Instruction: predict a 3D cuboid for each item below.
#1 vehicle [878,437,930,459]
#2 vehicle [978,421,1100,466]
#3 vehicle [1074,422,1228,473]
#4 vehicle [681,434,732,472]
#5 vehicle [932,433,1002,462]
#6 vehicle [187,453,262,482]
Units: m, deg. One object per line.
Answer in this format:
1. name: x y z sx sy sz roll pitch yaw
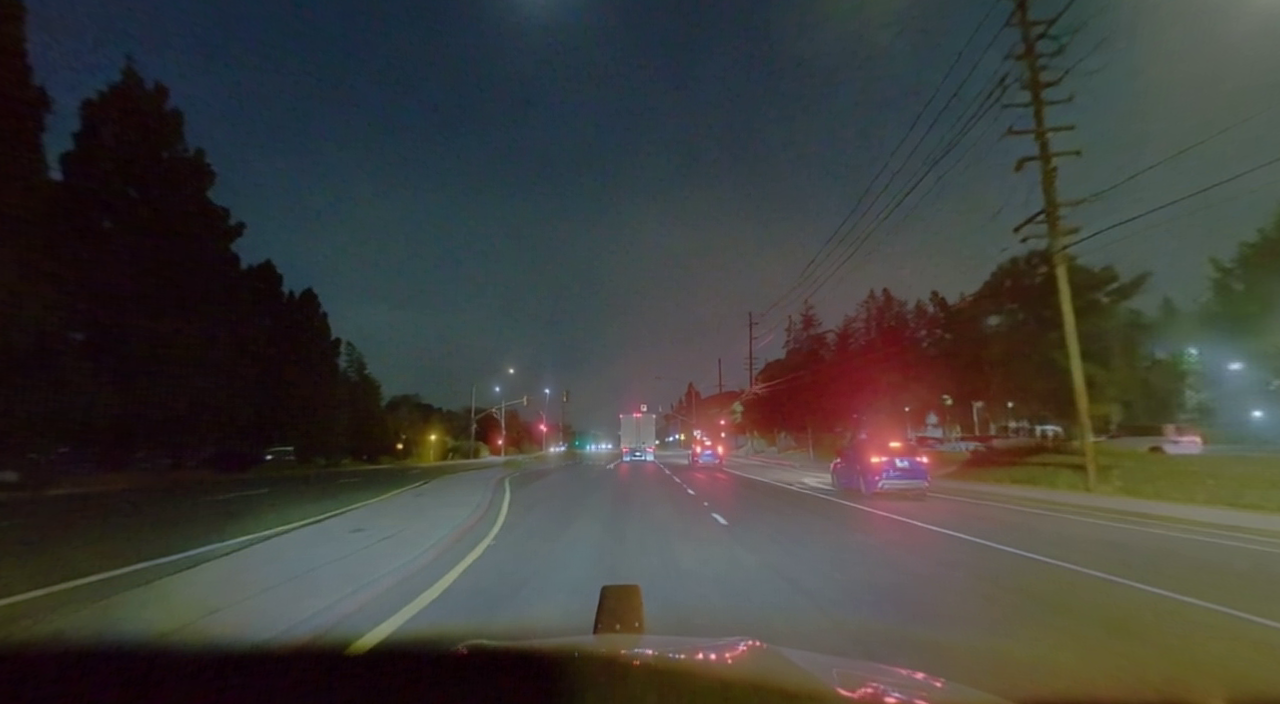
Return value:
1. vehicle: 20.406 7.440 49.075 2.010 1.567 4.519 0 -8 -1
2. vehicle: 20.649 4.802 33.143 2.529 2.086 5.902 0 -9 0
3. vehicle: 20.584 3.881 25.822 1.993 1.854 5.008 0 -8 -1
4. vehicle: 3.428 5.292 33.280 2.086 1.803 4.607 0 -8 -1
5. vehicle: 20.695 6.072 40.192 1.917 1.682 4.575 0 -8 -1
6. vehicle: -26.236 7.261 40.094 2.188 1.669 4.546 1 -9 -8
